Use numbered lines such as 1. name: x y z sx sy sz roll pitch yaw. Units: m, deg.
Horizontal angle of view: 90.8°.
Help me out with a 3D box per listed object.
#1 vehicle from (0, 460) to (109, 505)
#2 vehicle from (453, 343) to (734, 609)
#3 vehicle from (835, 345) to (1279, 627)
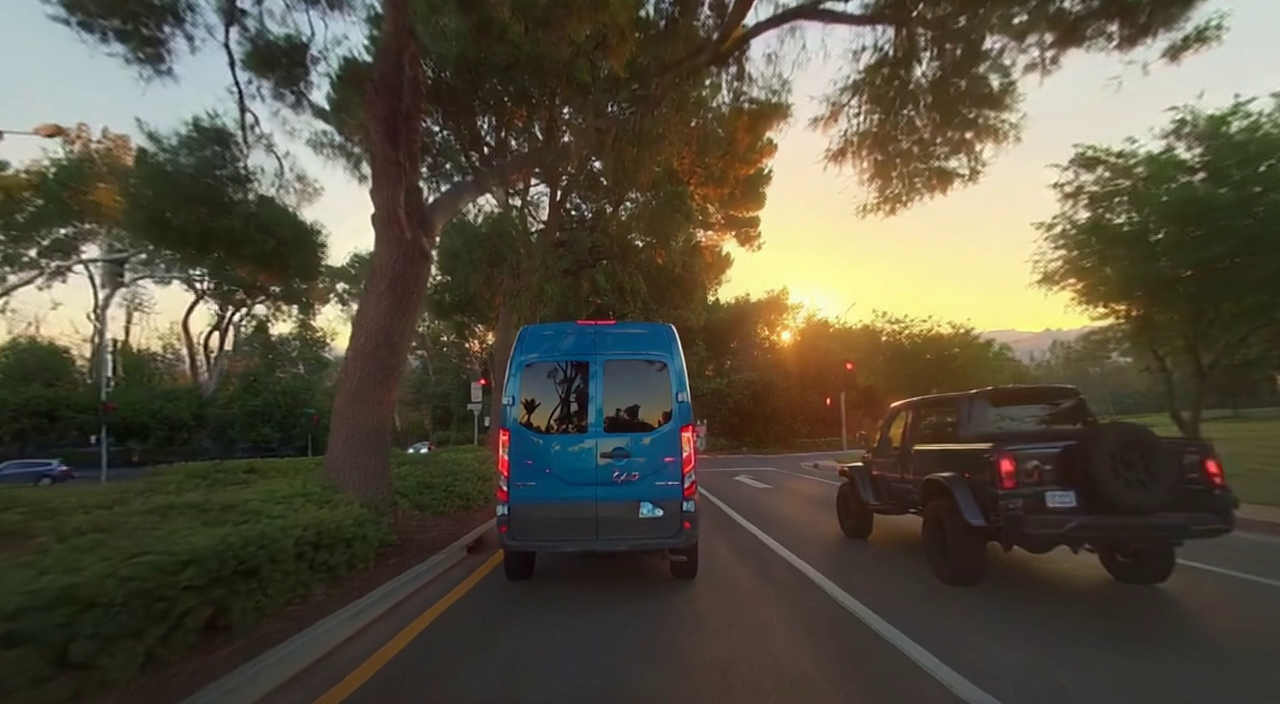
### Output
1. vehicle: -26.100 5.603 27.468 4.857 1.729 2.029 -2 -9 14
2. vehicle: -0.322 1.260 7.092 2.145 2.046 4.309 0 -8 1
3. vehicle: 3.620 1.172 6.264 1.988 1.873 3.968 0 -8 -1
